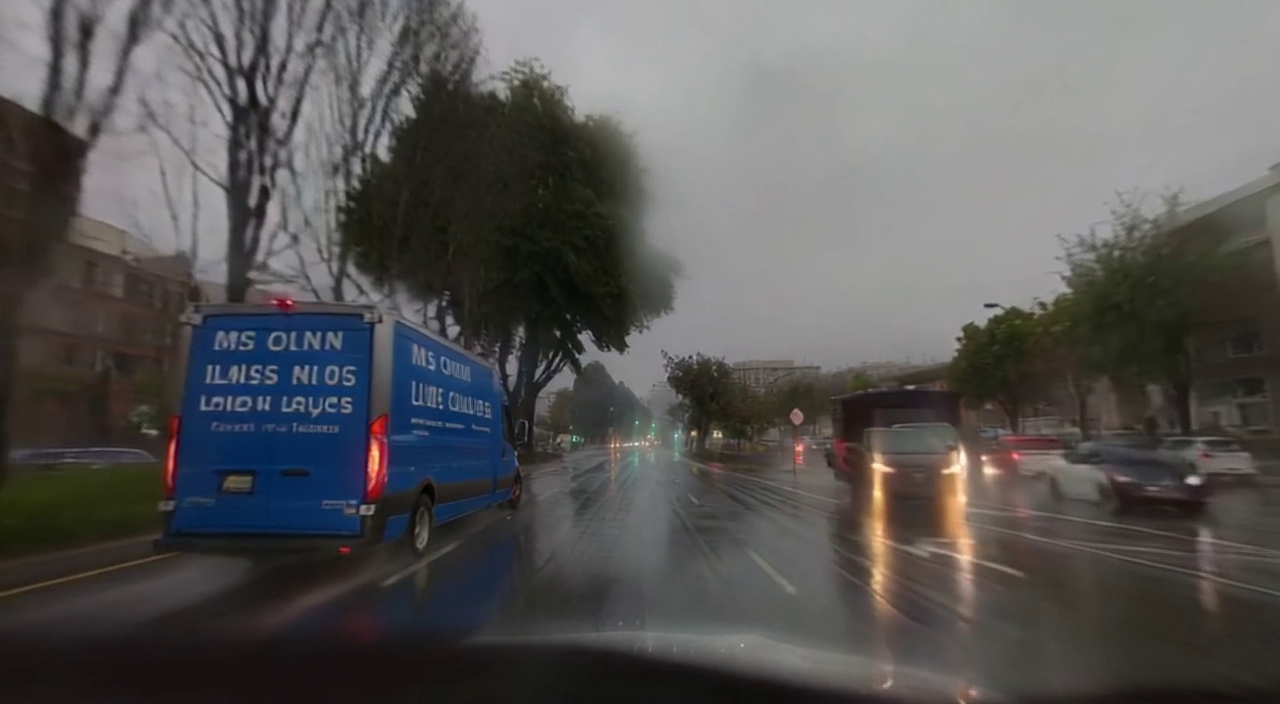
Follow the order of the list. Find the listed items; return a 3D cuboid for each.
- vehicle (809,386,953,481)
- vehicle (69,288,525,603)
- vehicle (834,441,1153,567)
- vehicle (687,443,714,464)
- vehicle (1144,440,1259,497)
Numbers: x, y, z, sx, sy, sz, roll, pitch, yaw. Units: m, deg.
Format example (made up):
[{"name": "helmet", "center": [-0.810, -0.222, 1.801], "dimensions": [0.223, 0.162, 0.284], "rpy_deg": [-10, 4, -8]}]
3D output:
[{"name": "vehicle", "center": [9.179, 3.306, 25.272], "dimensions": [2.882, 3.208, 7.609], "rpy_deg": [0, -8, 1]}, {"name": "vehicle", "center": [-3.884, 1.386, 9.789], "dimensions": [2.763, 2.974, 7.562], "rpy_deg": [0, -8, 0]}, {"name": "vehicle", "center": [4.888, 2.141, 9.901], "dimensions": [2.127, 1.439, 5.034], "rpy_deg": [0, -8, 0]}, {"name": "vehicle", "center": [4.617, 7.769, 48.468], "dimensions": [1.878, 1.534, 4.120], "rpy_deg": [-1, -8, 3]}, {"name": "vehicle", "center": [16.380, 3.321, 18.369], "dimensions": [4.307, 1.438, 1.923], "rpy_deg": [8, -12, -42]}]
